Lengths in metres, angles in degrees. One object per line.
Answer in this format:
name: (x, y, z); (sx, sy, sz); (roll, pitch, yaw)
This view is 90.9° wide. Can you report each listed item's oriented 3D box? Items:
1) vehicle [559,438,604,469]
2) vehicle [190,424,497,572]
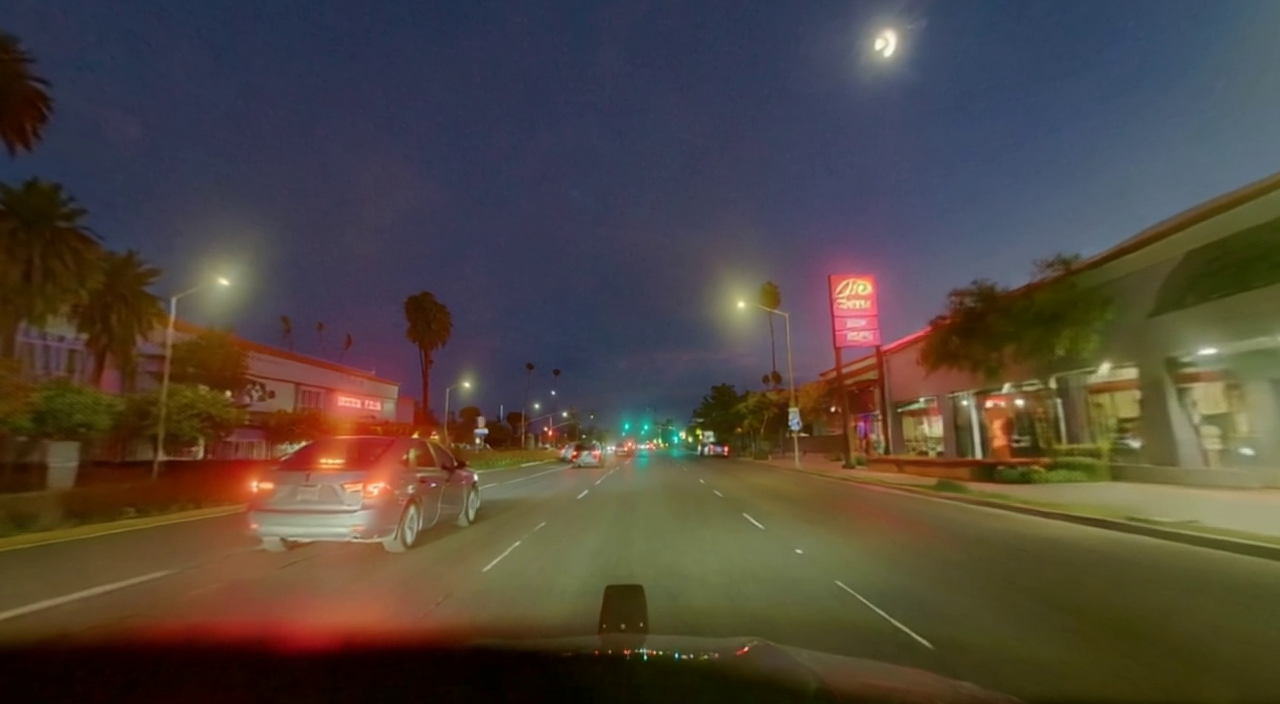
vehicle: (-3.257, 5.775, 35.886); (2.024, 1.636, 4.121); (0, -9, 1)
vehicle: (-3.599, 1.855, 8.814); (2.032, 1.511, 4.424); (0, -9, 2)
